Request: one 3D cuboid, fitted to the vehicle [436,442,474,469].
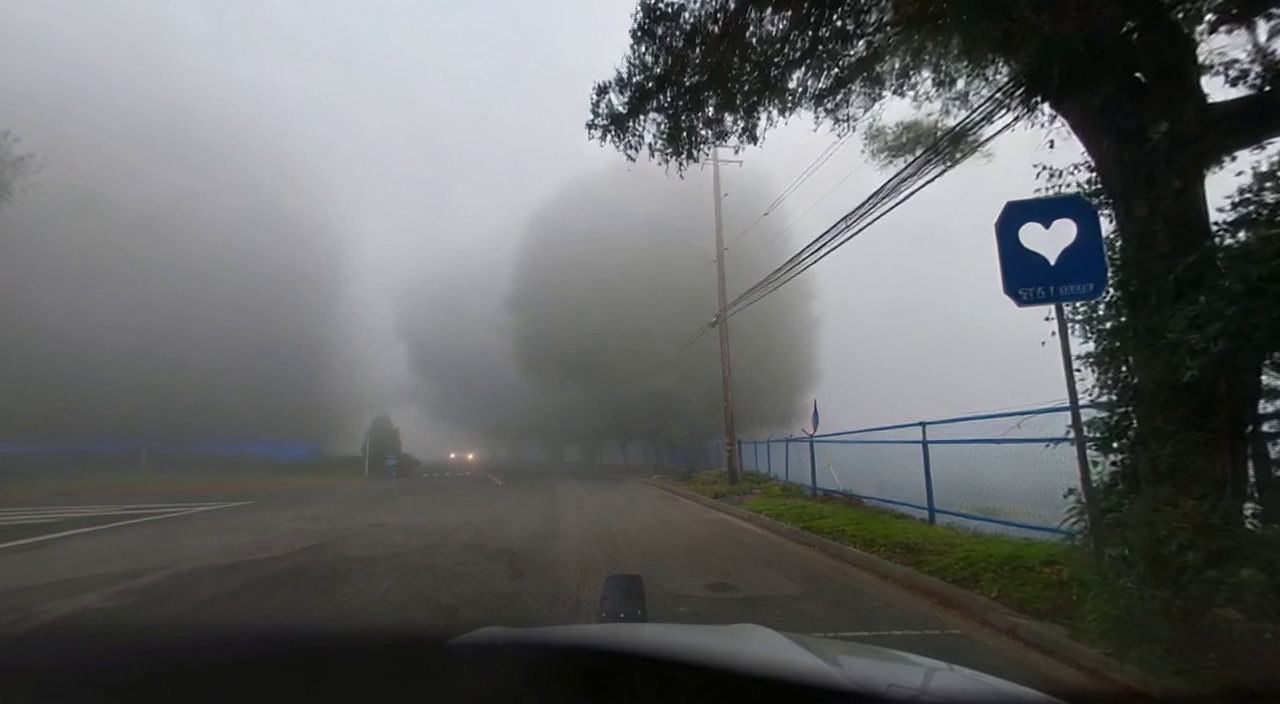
[{"bbox_3d":[-14.038,7.762,47.668,2.185,1.901,4.177,3,-9,-23],"label":"vehicle"}]
